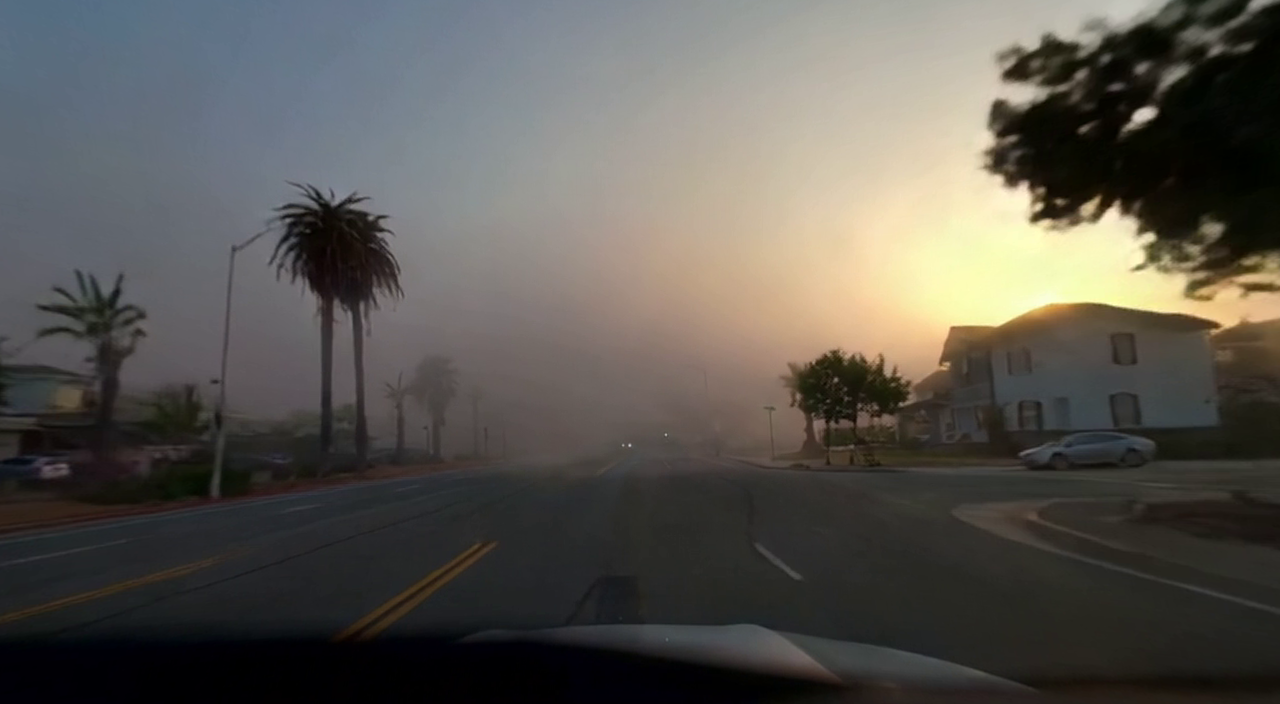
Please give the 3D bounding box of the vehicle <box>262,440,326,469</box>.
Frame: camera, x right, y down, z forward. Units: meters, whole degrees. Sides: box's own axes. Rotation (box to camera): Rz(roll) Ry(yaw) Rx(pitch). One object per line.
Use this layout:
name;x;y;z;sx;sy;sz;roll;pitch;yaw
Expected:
vehicle;-26.515;7.825;48.373;4.793;2.087;1.929;-5;-9;30

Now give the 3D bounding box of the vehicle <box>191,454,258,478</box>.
vehicle;-31.491;8.623;47.841;4.716;1.652;1.917;-4;-10;26

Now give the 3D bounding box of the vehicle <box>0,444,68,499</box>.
vehicle;-26.435;4.899;26.384;4.714;1.999;2.272;-4;-8;30

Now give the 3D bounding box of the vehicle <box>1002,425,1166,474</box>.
vehicle;16.155;3.577;23.208;4.296;1.701;2.255;0;-8;-1

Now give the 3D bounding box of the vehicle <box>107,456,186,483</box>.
vehicle;-30.703;7.242;39.263;4.858;1.473;2.034;-4;-9;29

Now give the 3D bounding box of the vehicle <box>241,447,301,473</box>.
vehicle;-26.460;7.736;45.288;4.270;1.690;1.978;-7;-8;32
